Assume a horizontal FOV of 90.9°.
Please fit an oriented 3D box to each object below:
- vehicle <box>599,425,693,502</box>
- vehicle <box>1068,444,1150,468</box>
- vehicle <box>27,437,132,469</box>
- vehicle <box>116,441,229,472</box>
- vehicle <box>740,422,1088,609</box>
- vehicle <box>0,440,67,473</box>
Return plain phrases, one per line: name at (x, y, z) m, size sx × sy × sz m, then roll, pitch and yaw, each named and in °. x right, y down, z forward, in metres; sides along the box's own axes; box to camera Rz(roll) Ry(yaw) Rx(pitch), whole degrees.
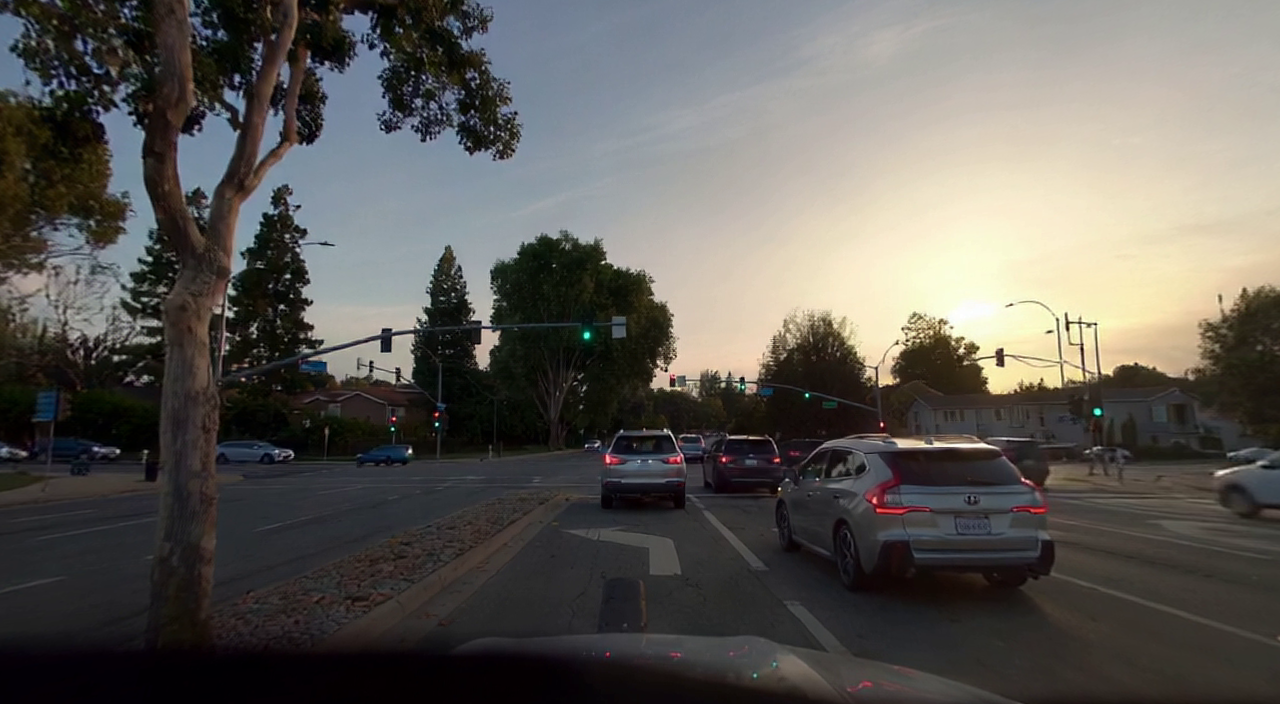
vehicle at (0.073, 2.788, 16.158) m, size 2.099 × 1.705 × 4.020 m, roll 0°, pitch -8°, yaw -2°
vehicle at (33.098, 7.360, 44.520) m, size 4.215 × 1.618 × 1.949 m, roll 0°, pitch -8°, yaw -2°
vehicle at (-36.855, 6.628, 41.532) m, size 4.771 × 1.778 × 2.032 m, roll 3°, pitch -8°, yaw -2°
vehicle at (-26.341, 5.883, 35.634) m, size 4.724 × 1.630 × 1.968 m, roll 0°, pitch -8°, yaw -3°
vehicle at (2.553, 1.642, 7.323) m, size 2.009 × 1.480 × 4.423 m, roll 0°, pitch -8°, yaw -1°
vehicle at (-35.041, 5.778, 34.937) m, size 4.465 × 1.693 × 1.959 m, roll 2°, pitch -9°, yaw -1°
